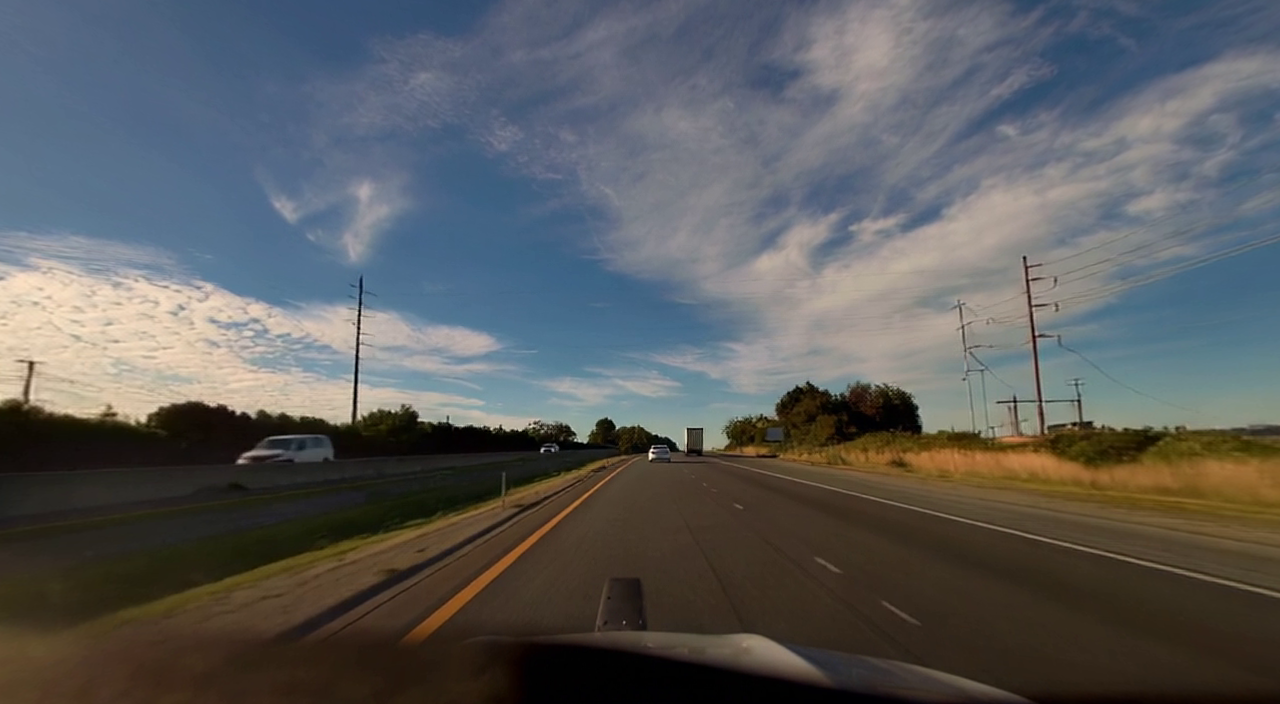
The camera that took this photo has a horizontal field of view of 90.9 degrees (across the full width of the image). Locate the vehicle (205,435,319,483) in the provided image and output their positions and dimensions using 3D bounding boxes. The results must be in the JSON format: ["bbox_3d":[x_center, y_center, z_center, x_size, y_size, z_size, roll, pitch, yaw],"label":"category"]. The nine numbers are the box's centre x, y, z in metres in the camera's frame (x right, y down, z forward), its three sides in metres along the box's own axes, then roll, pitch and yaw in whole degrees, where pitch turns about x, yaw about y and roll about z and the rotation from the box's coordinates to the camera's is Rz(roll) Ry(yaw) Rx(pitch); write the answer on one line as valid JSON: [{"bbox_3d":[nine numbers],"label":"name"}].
[{"bbox_3d":[-16.294,4.634,27.553,2.097,1.887,4.477,-1,-9,1],"label":"vehicle"}]
